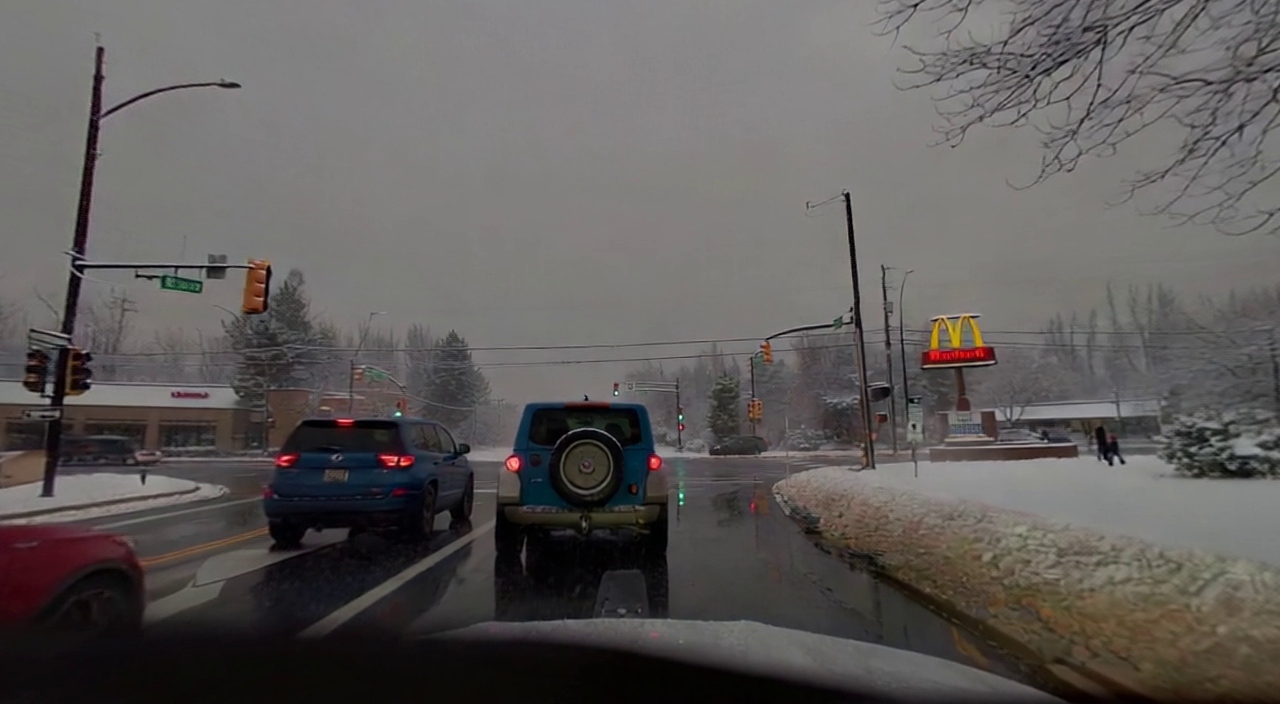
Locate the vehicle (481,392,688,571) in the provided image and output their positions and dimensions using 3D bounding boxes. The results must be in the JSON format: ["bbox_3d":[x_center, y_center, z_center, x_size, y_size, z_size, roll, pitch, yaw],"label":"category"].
[{"bbox_3d":[-0.667,1.746,9.243,2.224,1.923,4.643,0,-8,-2],"label":"vehicle"}]

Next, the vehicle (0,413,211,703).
[{"bbox_3d":[-3.886,0.886,1.963,1.941,1.479,4.541,0,-8,-1],"label":"vehicle"}]

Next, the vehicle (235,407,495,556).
[{"bbox_3d":[-3.928,1.937,10.124,2.130,1.819,4.497,0,-8,0],"label":"vehicle"}]
